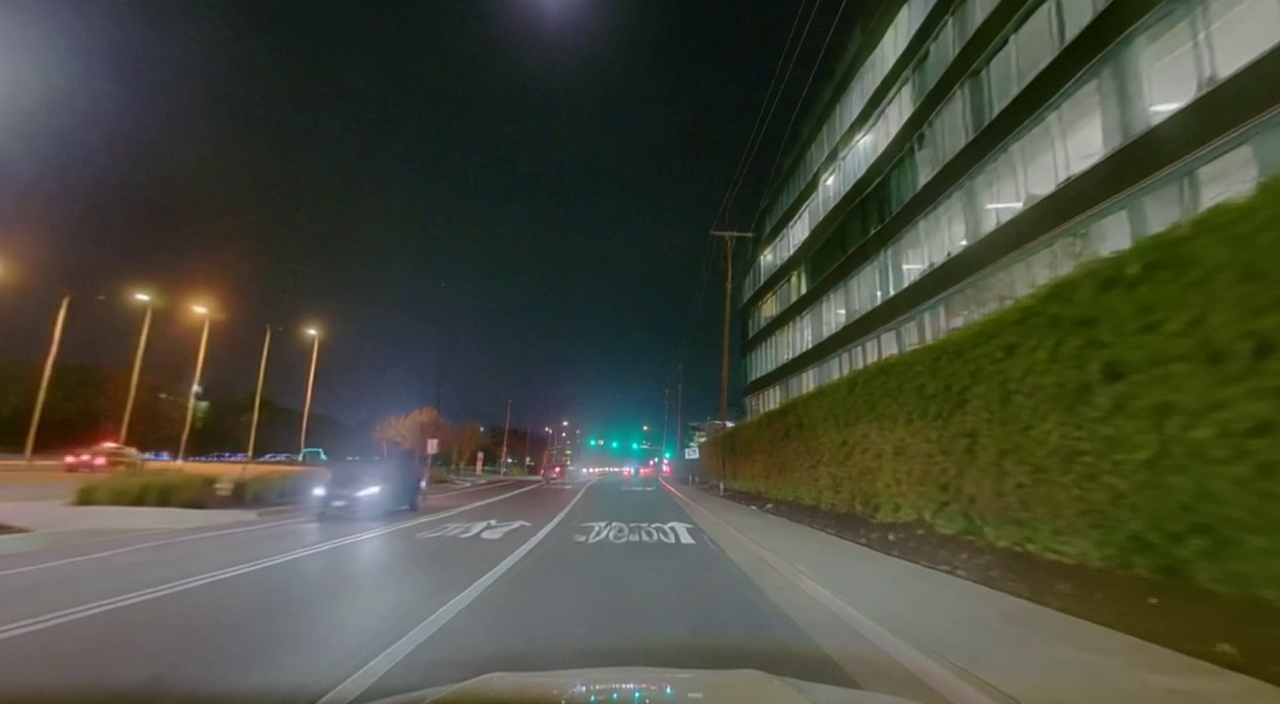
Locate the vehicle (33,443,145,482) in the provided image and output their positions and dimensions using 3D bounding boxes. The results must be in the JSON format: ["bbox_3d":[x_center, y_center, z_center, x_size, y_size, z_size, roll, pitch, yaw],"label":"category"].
[{"bbox_3d":[-26.152,5.246,29.822,4.630,1.710,2.035,-4,-11,23],"label":"vehicle"}]

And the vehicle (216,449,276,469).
[{"bbox_3d":[-30.851,8.405,49.174,3.795,1.474,1.828,-3,-11,18],"label":"vehicle"}]

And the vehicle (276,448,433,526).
[{"bbox_3d":[-6.376,3.075,14.569,1.922,1.540,3.771,1,-11,-2],"label":"vehicle"}]

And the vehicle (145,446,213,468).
[{"bbox_3d":[-32.684,7.453,44.527,3.977,1.439,1.775,-3,-11,20],"label":"vehicle"}]
